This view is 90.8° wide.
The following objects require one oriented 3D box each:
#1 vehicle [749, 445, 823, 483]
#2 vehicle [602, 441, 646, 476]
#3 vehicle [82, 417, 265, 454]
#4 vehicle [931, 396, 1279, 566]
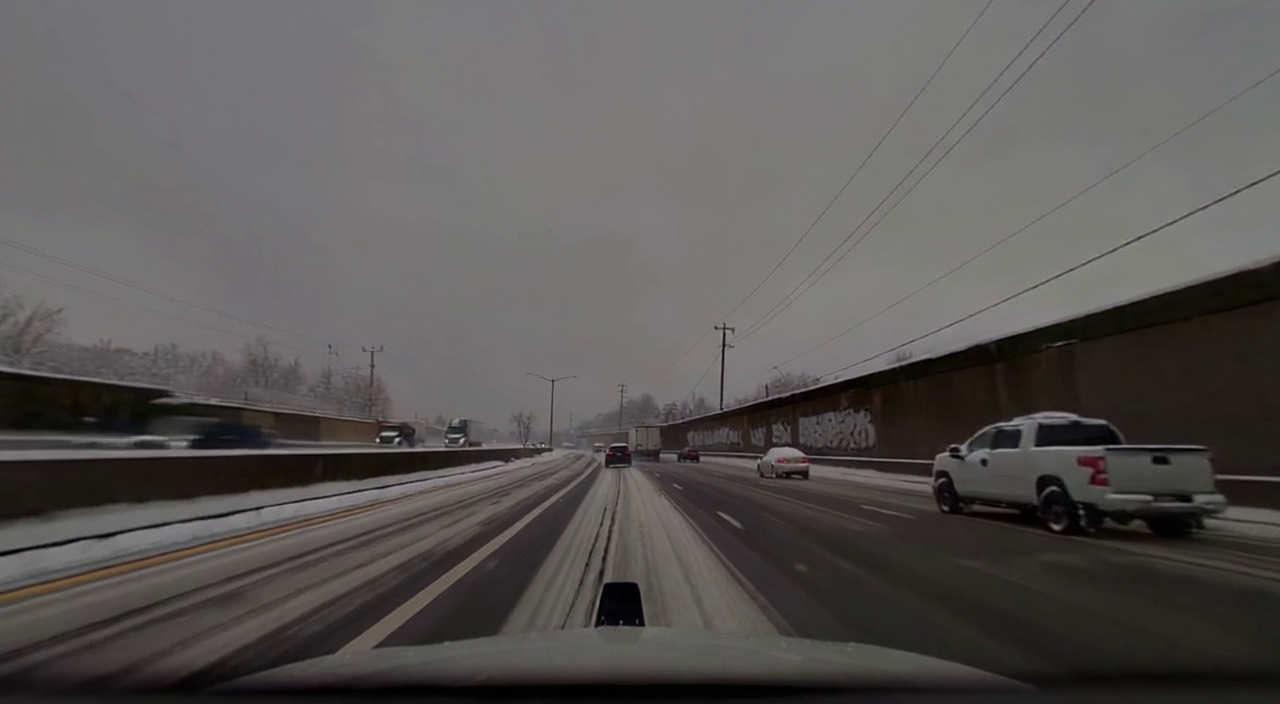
[{"bbox_3d":[6.432,4.973,28.348,2.032,1.525,4.631,0,-9,-3],"label":"vehicle"},{"bbox_3d":[-0.852,5.557,33.153,2.191,1.685,3.353,0,-9,-2],"label":"vehicle"},{"bbox_3d":[-13.649,2.554,18.924,2.062,0.949,4.600,0,-9,-1],"label":"vehicle"},{"bbox_3d":[7.314,1.910,10.192,2.325,1.924,5.838,0,-9,-1],"label":"vehicle"}]
